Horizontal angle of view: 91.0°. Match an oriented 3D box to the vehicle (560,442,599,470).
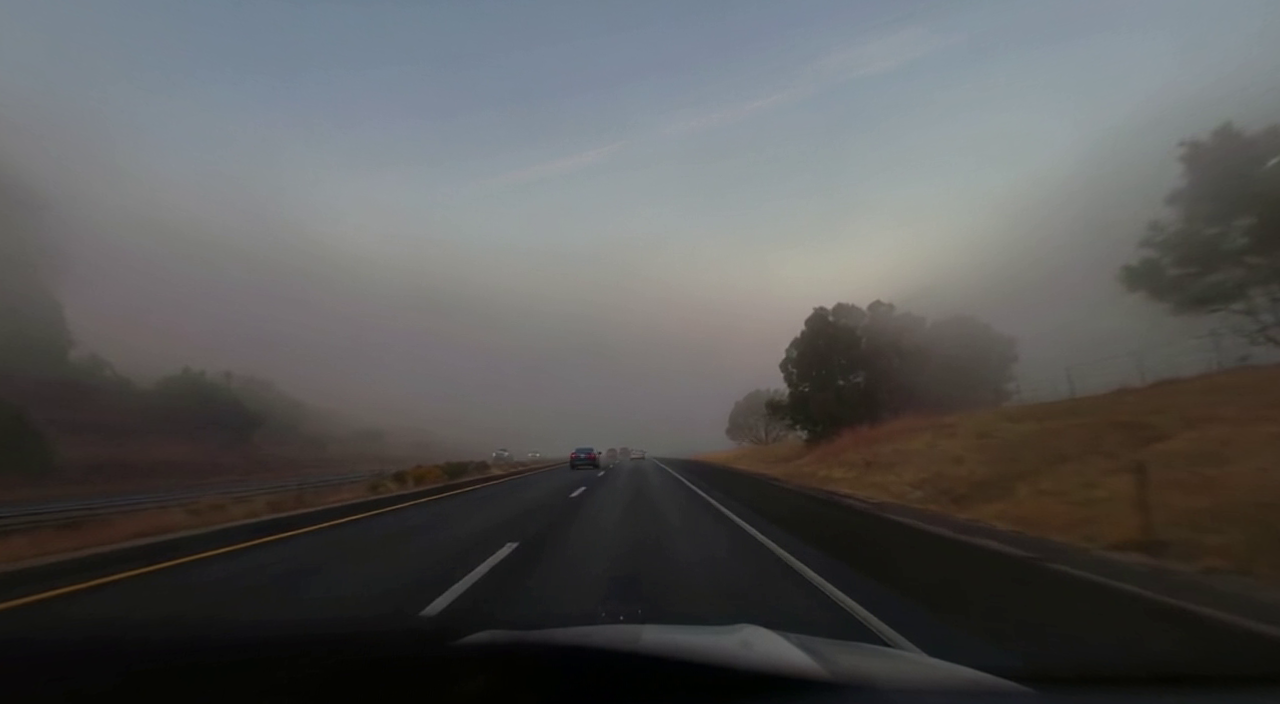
[{"bbox_3d":[-3.975,6.937,42.184,2.132,1.701,4.303,0,-9,1],"label":"vehicle"}]
